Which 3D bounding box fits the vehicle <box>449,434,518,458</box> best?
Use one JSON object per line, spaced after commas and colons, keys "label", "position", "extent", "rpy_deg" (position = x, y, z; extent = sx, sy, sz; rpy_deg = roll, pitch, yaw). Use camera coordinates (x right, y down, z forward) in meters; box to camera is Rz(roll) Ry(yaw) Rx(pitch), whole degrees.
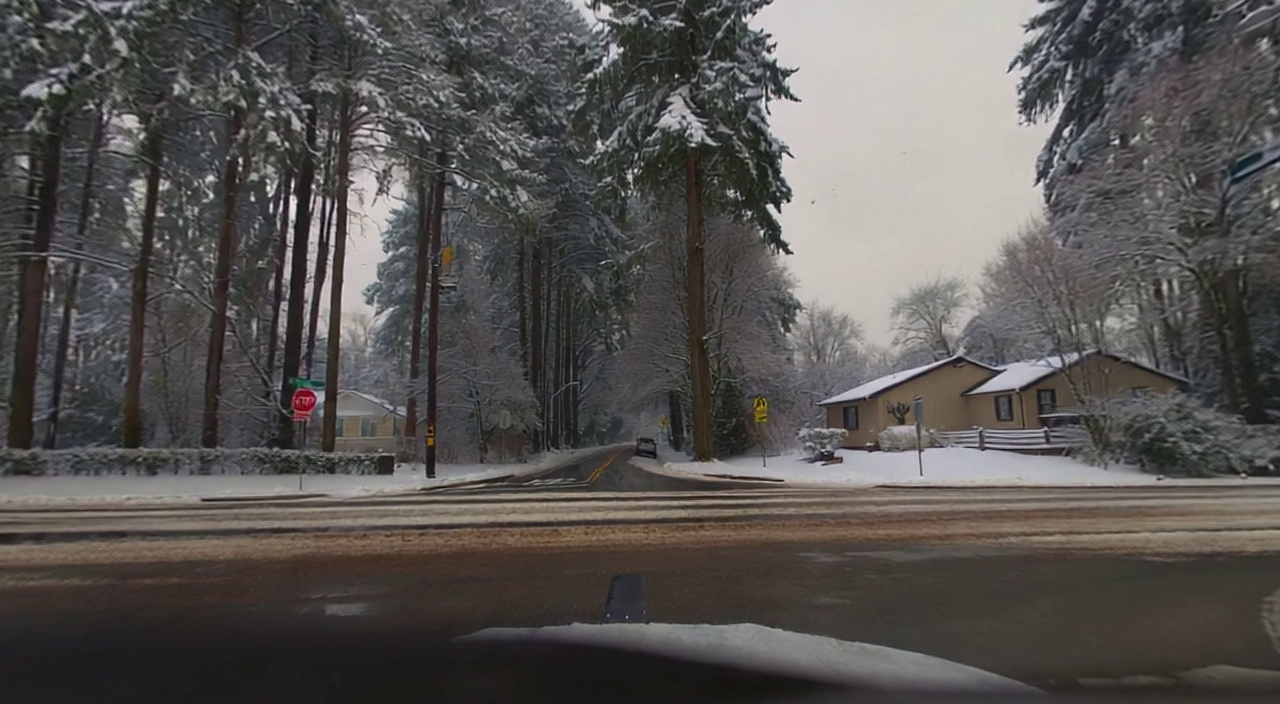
{"label": "vehicle", "position": [-11.683, 7.062, 47.301], "extent": [4.622, 1.782, 1.836], "rpy_deg": [0, -8, 1]}
